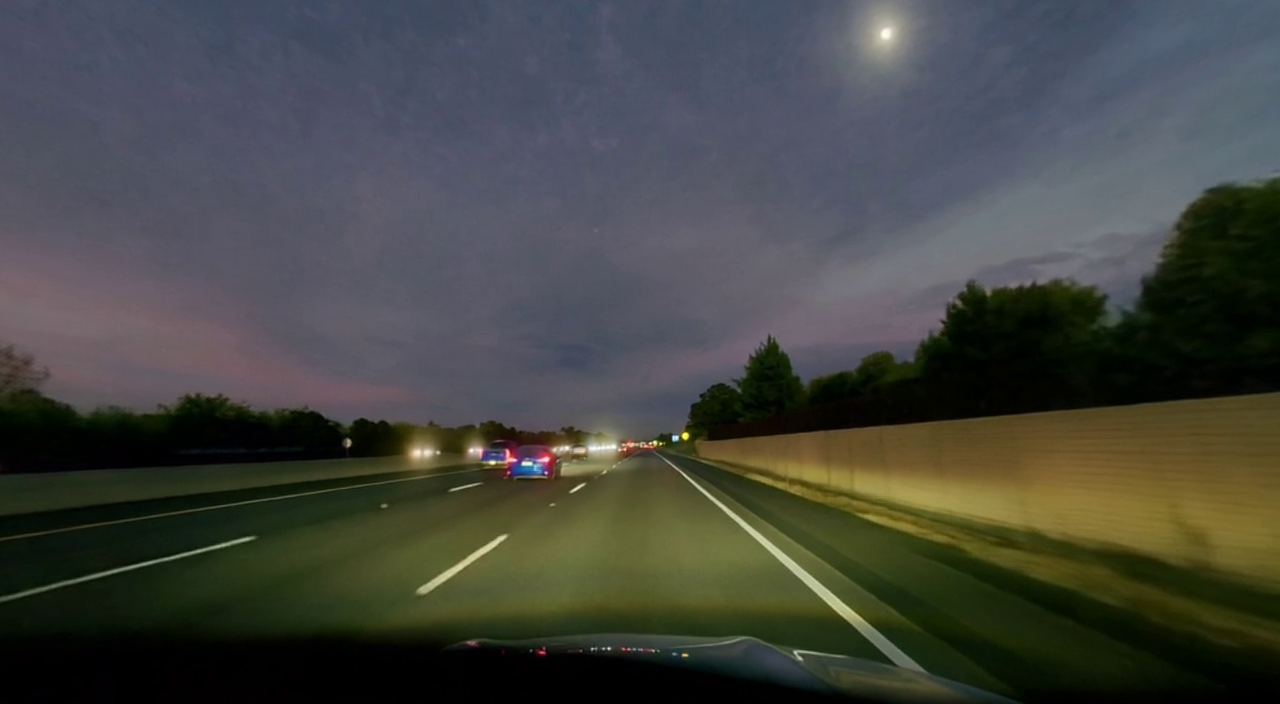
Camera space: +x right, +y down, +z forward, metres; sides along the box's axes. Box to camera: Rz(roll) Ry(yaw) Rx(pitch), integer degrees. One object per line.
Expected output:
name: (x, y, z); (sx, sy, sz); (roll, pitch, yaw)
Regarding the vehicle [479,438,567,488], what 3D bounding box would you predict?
vehicle: (-3.933, 3.822, 22.143); (2.081, 1.514, 4.943); (0, -8, 1)
